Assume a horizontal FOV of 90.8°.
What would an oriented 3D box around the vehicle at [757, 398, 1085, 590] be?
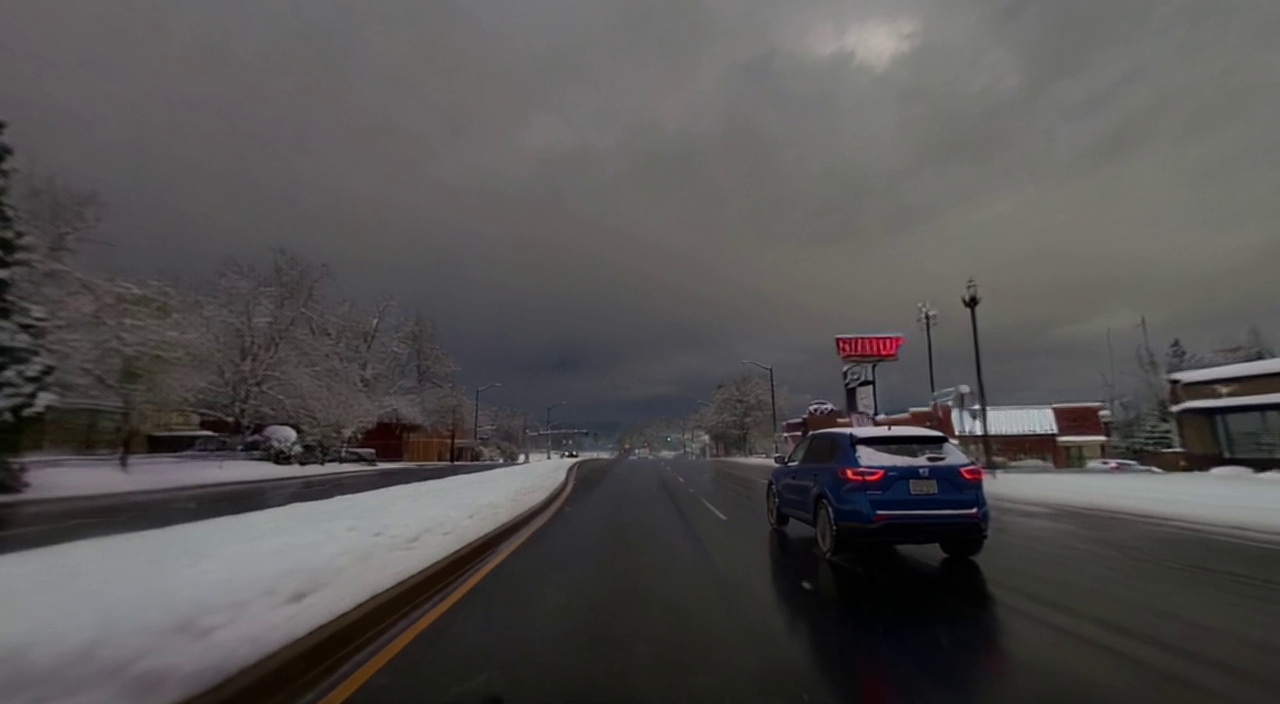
[{"bbox_3d":[3.084,1.683,8.329,2.130,1.790,4.615,0,-9,-1],"label":"vehicle"}]
